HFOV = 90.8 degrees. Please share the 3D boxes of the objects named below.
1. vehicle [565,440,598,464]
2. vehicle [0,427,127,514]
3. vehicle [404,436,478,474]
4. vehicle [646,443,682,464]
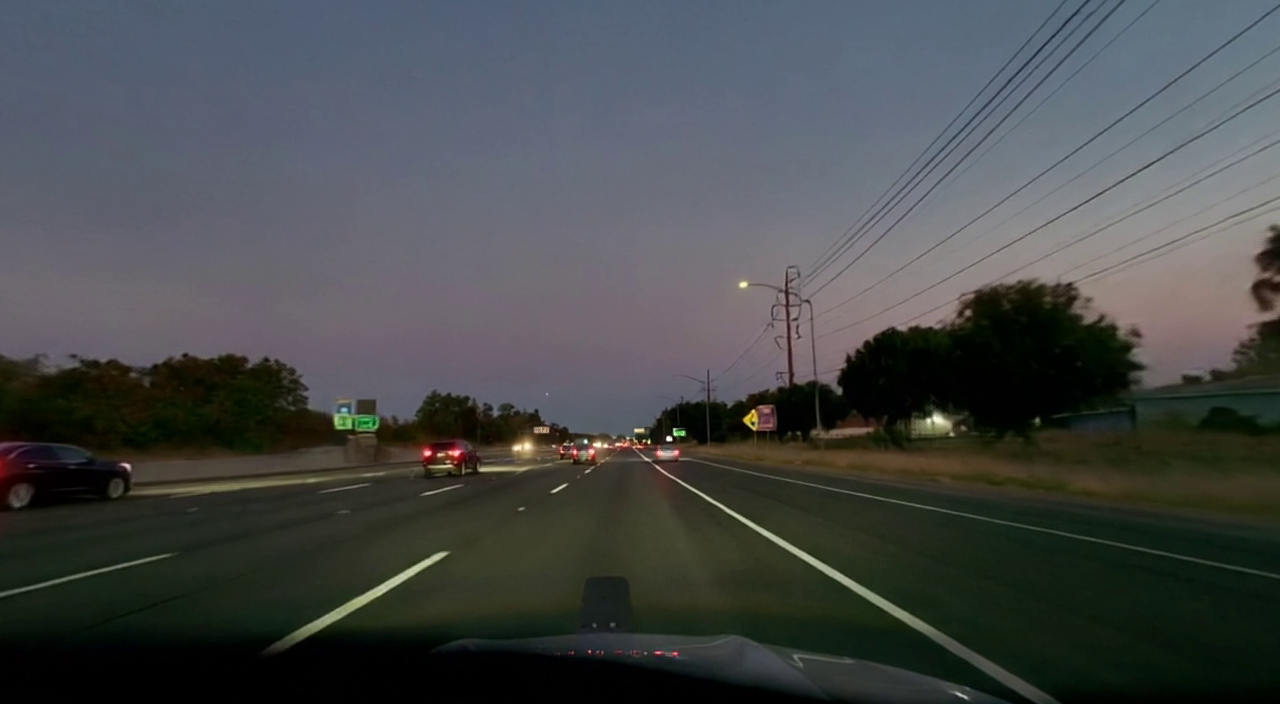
[{"bbox_3d":[-4.324,7.502,47.638,2.121,1.673,4.443,0,-9,-1],"label":"vehicle"},{"bbox_3d":[-13.966,2.463,13.179,2.257,1.727,5.036,0,-9,0],"label":"vehicle"},{"bbox_3d":[-10.086,5.261,32.485,2.115,1.799,5.444,0,-9,-1],"label":"vehicle"},{"bbox_3d":[1.645,7.117,44.297,2.015,1.391,3.897,1,-9,-5],"label":"vehicle"}]
